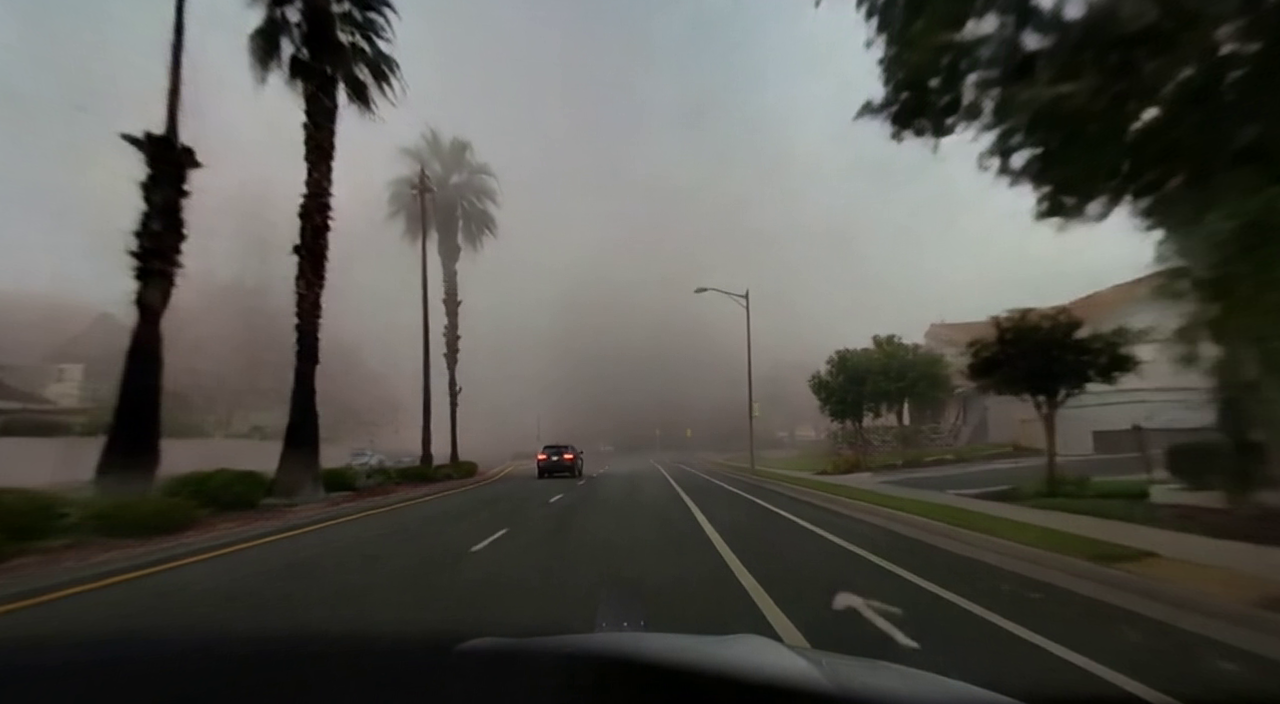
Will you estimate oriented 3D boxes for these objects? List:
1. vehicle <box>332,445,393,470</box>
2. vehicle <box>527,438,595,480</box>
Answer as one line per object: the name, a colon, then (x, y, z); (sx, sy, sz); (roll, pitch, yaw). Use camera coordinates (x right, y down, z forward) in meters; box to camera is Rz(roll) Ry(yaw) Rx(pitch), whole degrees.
vehicle: (-19.150, 7.330, 43.732); (2.026, 1.563, 4.618); (0, -10, 1)
vehicle: (-3.083, 4.286, 25.599); (2.075, 1.498, 4.730); (0, -8, 1)
